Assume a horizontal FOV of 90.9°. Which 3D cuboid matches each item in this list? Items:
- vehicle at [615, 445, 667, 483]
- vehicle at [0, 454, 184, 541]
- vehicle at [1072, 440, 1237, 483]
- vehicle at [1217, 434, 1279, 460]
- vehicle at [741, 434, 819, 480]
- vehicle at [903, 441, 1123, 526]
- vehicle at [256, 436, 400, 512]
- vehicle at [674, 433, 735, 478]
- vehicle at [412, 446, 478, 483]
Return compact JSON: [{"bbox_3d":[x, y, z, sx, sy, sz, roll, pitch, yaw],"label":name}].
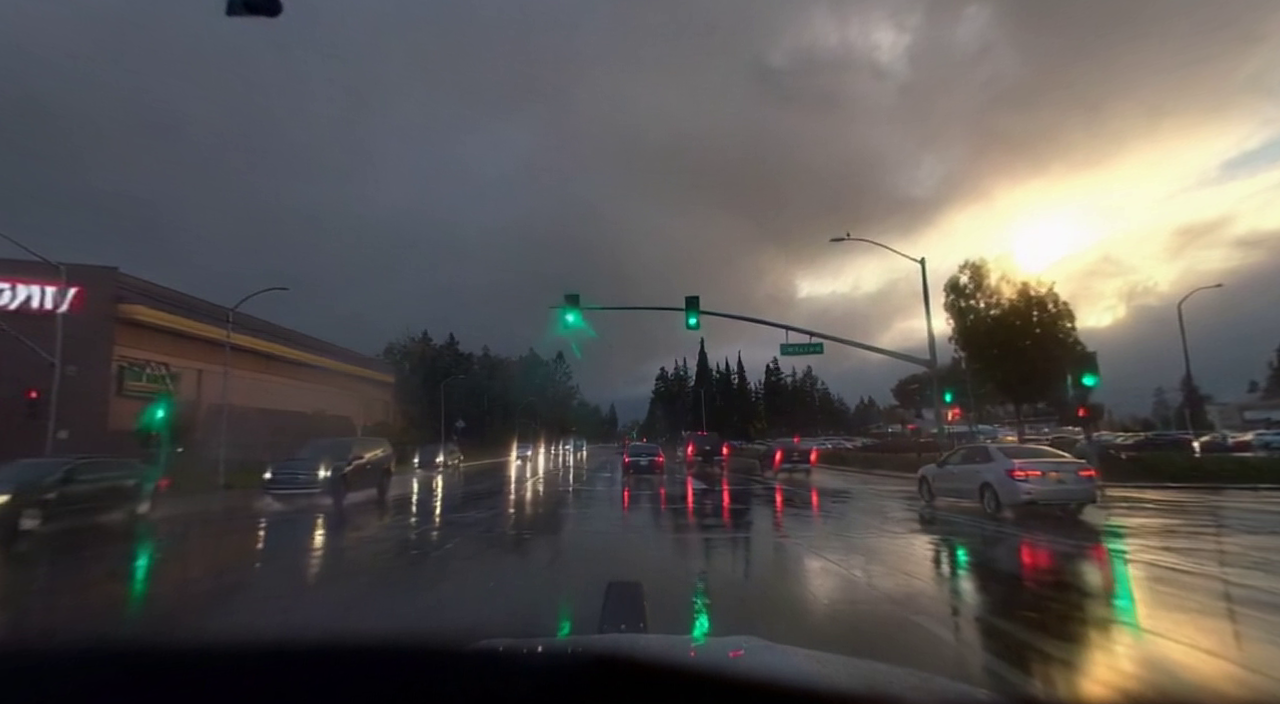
[{"bbox_3d":[-0.034,4.628,26.338,2.038,1.447,3.756,0,-8,-2],"label":"vehicle"},{"bbox_3d":[-12.592,2.993,13.604,1.969,1.486,4.773,0,-8,0],"label":"vehicle"},{"bbox_3d":[18.198,3.881,22.474,4.227,1.460,1.777,0,-8,2],"label":"vehicle"},{"bbox_3d":[35.890,5.400,35.893,4.230,1.449,1.782,0,-8,0],"label":"vehicle"},{"bbox_3d":[6.639,5.046,30.601,2.323,2.009,5.266,0,-8,-3],"label":"vehicle"},{"bbox_3d":[7.624,2.683,13.552,1.905,1.498,4.463,0,-8,-1],"label":"vehicle"},{"bbox_3d":[-8.253,3.210,17.168,1.904,1.789,4.021,0,-8,-2],"label":"vehicle"},{"bbox_3d":[3.208,5.313,32.690,2.358,2.116,5.328,0,-8,-3],"label":"vehicle"},{"bbox_3d":[-8.952,5.171,29.332,1.827,1.602,4.115,0,-8,-1],"label":"vehicle"}]
